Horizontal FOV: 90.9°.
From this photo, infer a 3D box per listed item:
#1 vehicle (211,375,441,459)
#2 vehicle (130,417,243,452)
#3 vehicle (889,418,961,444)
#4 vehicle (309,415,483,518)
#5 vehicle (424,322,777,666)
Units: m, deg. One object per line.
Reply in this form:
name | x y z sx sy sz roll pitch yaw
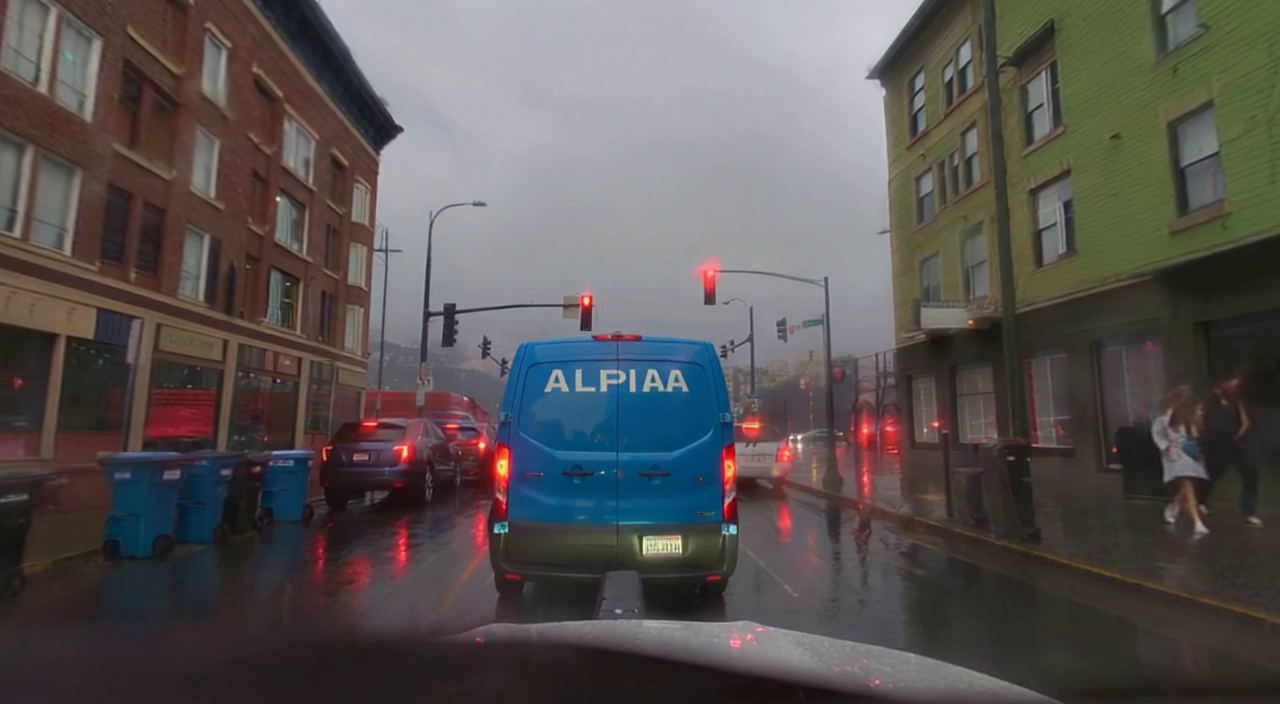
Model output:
vehicle | -12.789 2.792 26.531 8.088 3.213 2.801 2 -8 -13
vehicle | -20.711 3.787 28.909 3.713 1.571 1.751 1 -8 -6
vehicle | 16.114 4.484 35.649 3.381 1.391 1.529 1 -8 -10
vehicle | -3.954 1.883 10.860 1.841 1.461 3.426 1 -8 -5
vehicle | -0.318 1.061 5.727 1.951 1.907 4.266 0 -8 -3
